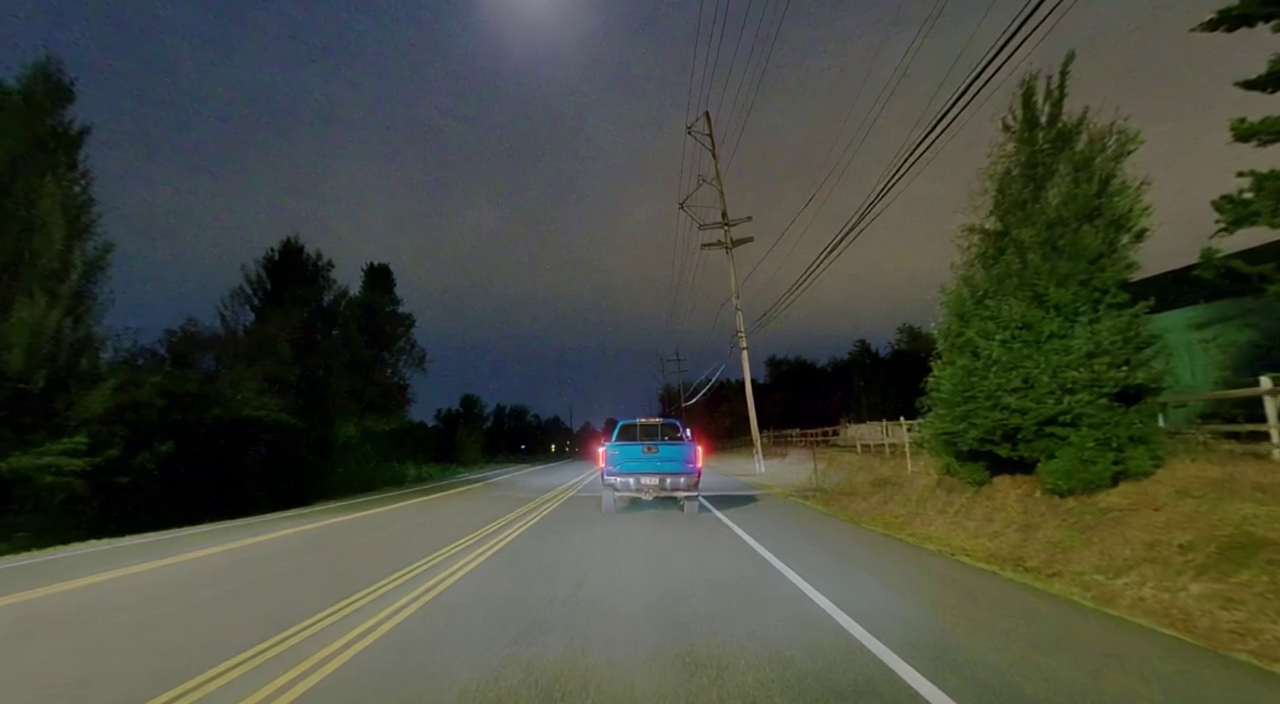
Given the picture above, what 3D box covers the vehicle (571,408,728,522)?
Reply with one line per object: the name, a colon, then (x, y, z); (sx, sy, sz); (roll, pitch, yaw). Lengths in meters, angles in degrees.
vehicle: (0.148, 2.426, 14.127); (2.693, 1.941, 6.356); (0, -8, 0)
